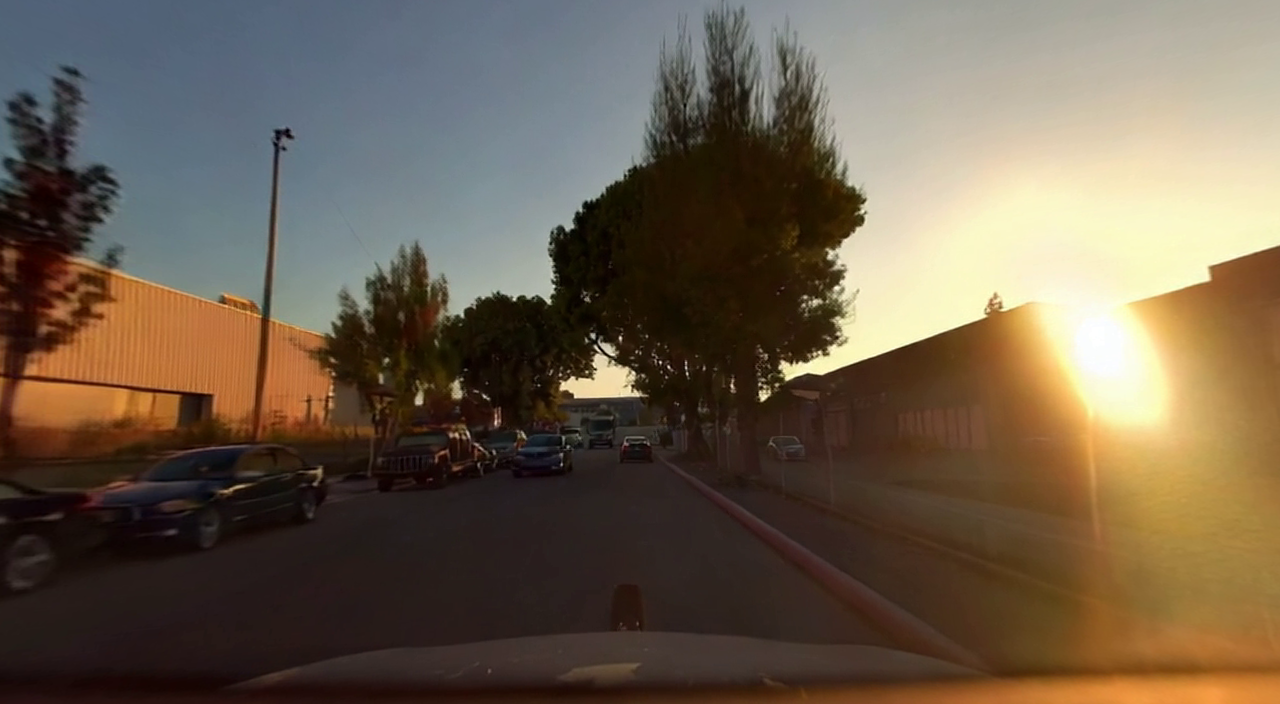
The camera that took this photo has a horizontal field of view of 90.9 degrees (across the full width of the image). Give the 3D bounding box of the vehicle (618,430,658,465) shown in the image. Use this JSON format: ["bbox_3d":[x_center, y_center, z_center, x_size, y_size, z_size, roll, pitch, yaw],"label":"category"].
[{"bbox_3d":[-0.115,5.360,35.643,2.152,1.874,4.042,0,-7,0],"label":"vehicle"}]

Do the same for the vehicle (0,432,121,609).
[{"bbox_3d":[-6.300,1.329,4.552,1.768,1.489,3.945,0,-7,-1],"label":"vehicle"}]

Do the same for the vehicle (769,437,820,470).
[{"bbox_3d":[8.286,5.448,34.080,1.874,1.669,4.083,0,-8,2],"label":"vehicle"}]

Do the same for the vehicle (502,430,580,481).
[{"bbox_3d":[-3.555,3.771,23.515,2.157,1.703,4.310,0,-7,0],"label":"vehicle"}]

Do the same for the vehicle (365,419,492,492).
[{"bbox_3d":[-6.420,3.254,19.959,2.139,1.943,5.295,-1,-9,1],"label":"vehicle"}]

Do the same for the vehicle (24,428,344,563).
[{"bbox_3d":[-6.372,1.964,9.547,1.799,1.579,4.048,0,-7,0],"label":"vehicle"}]
